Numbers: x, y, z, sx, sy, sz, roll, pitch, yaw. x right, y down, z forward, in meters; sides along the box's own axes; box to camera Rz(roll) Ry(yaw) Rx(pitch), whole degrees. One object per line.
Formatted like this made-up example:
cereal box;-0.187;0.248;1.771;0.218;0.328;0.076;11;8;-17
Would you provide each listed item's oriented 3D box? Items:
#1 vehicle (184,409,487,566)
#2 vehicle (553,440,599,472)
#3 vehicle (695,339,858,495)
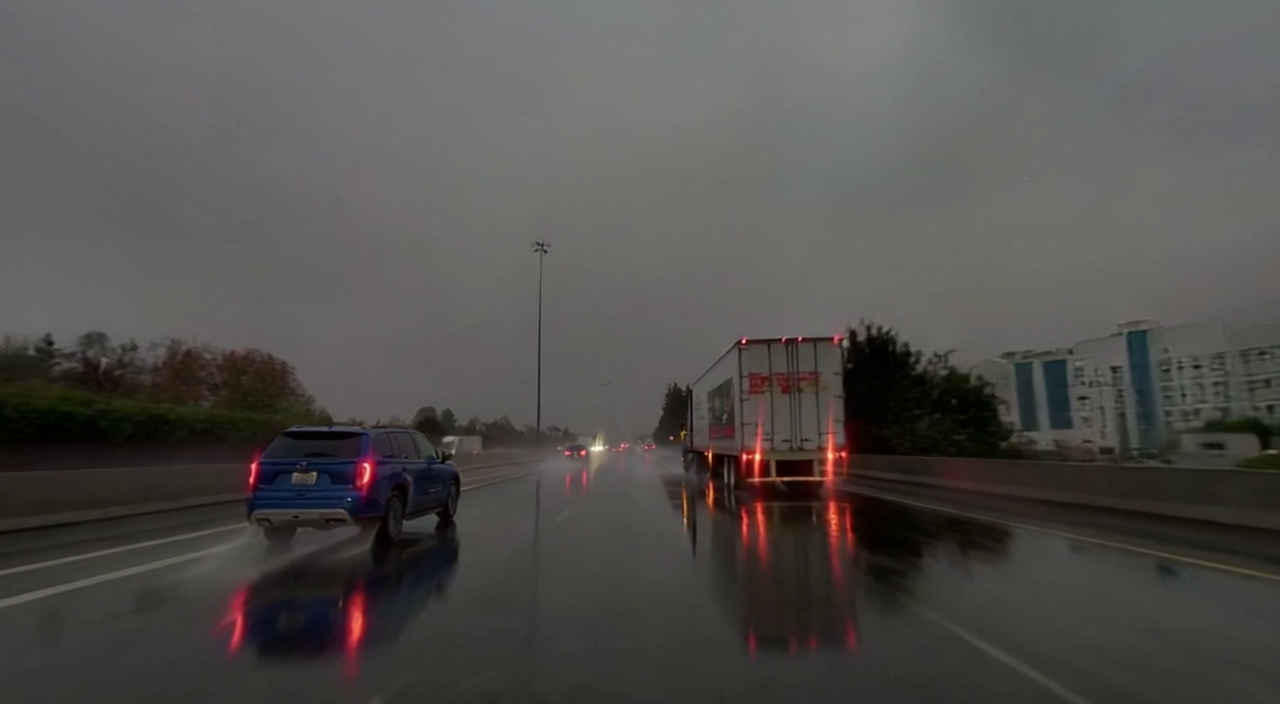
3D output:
vehicle;-4.019;1.890;9.493;2.202;1.760;4.617;0;-9;1
vehicle;-3.603;5.990;36.262;2.139;1.716;4.530;0;-9;0
vehicle;4.277;2.787;23.983;2.998;4.236;13.886;0;-9;0
